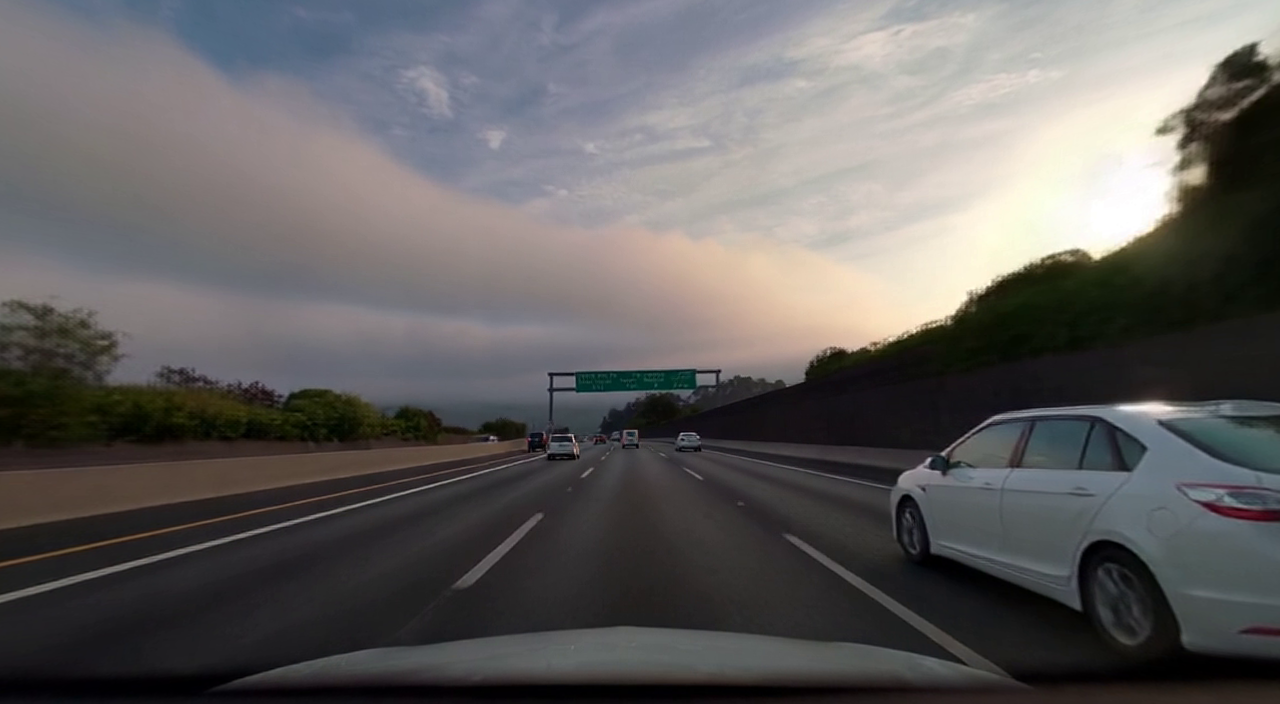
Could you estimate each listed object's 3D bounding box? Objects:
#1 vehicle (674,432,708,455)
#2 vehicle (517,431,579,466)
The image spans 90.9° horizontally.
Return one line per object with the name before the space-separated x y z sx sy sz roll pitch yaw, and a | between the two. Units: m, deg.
vehicle | 3.390 6.159 42.332 1.806 1.469 3.681 0 -8 -2
vehicle | -4.097 4.356 28.732 2.204 1.486 4.121 0 -8 0
